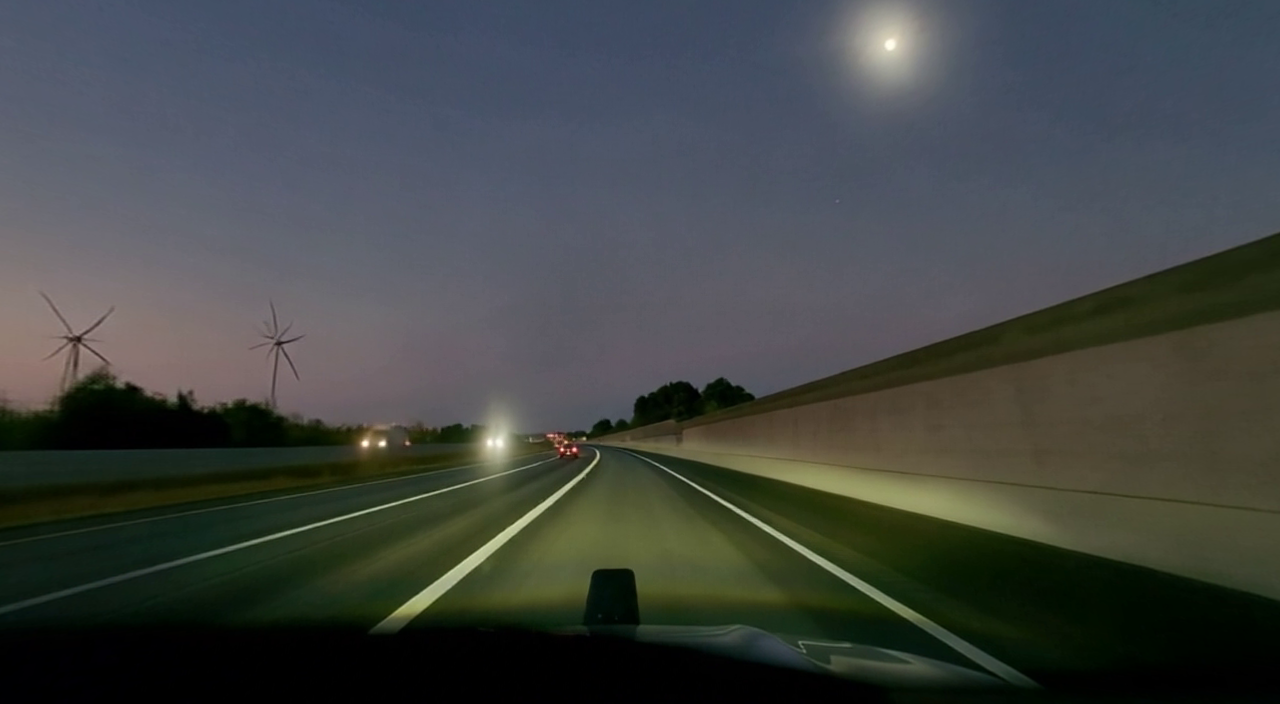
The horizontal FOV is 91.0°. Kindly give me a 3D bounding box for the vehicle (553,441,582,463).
[{"bbox_3d":[-5.587,7.767,49.036,2.053,1.549,4.097,0,-8,-3],"label":"vehicle"}]
